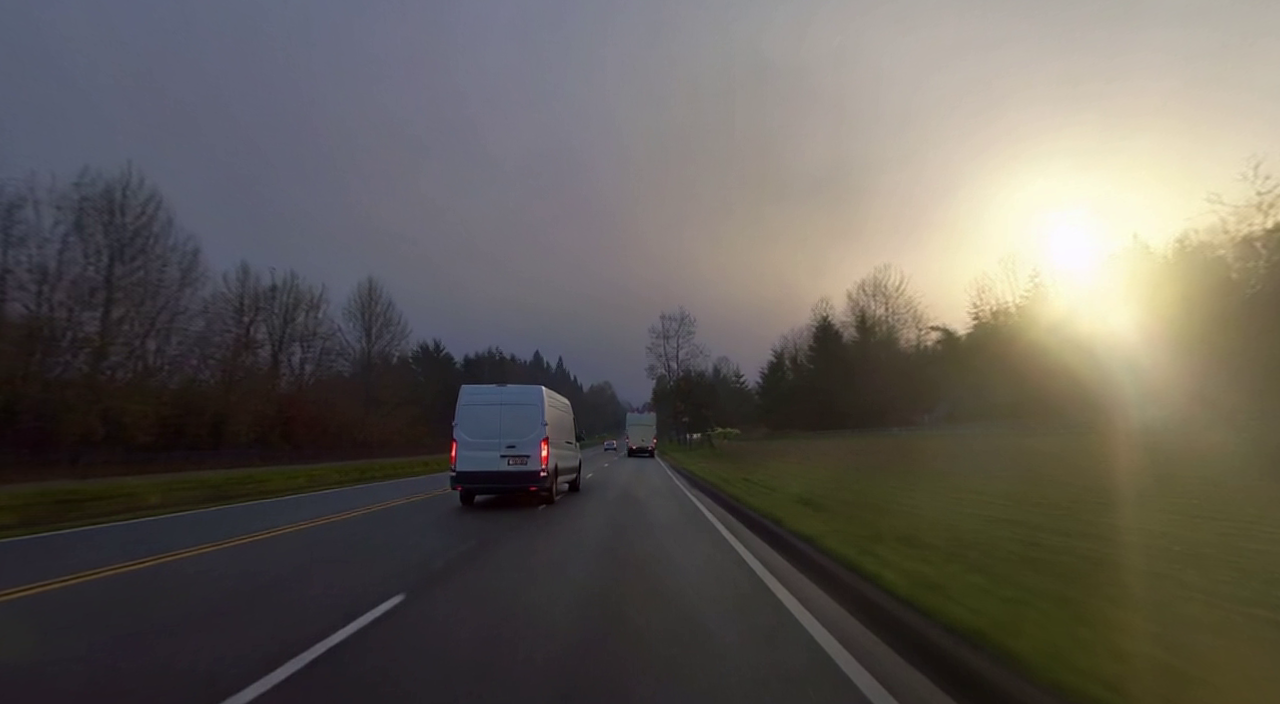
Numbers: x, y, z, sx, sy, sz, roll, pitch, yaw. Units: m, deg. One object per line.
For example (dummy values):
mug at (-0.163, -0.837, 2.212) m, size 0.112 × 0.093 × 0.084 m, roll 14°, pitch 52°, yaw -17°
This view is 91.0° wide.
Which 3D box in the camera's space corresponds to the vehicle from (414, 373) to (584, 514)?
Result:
vehicle at (-2.916, 2.145, 14.875) m, size 2.497 × 2.628 × 6.016 m, roll 0°, pitch -8°, yaw 1°
